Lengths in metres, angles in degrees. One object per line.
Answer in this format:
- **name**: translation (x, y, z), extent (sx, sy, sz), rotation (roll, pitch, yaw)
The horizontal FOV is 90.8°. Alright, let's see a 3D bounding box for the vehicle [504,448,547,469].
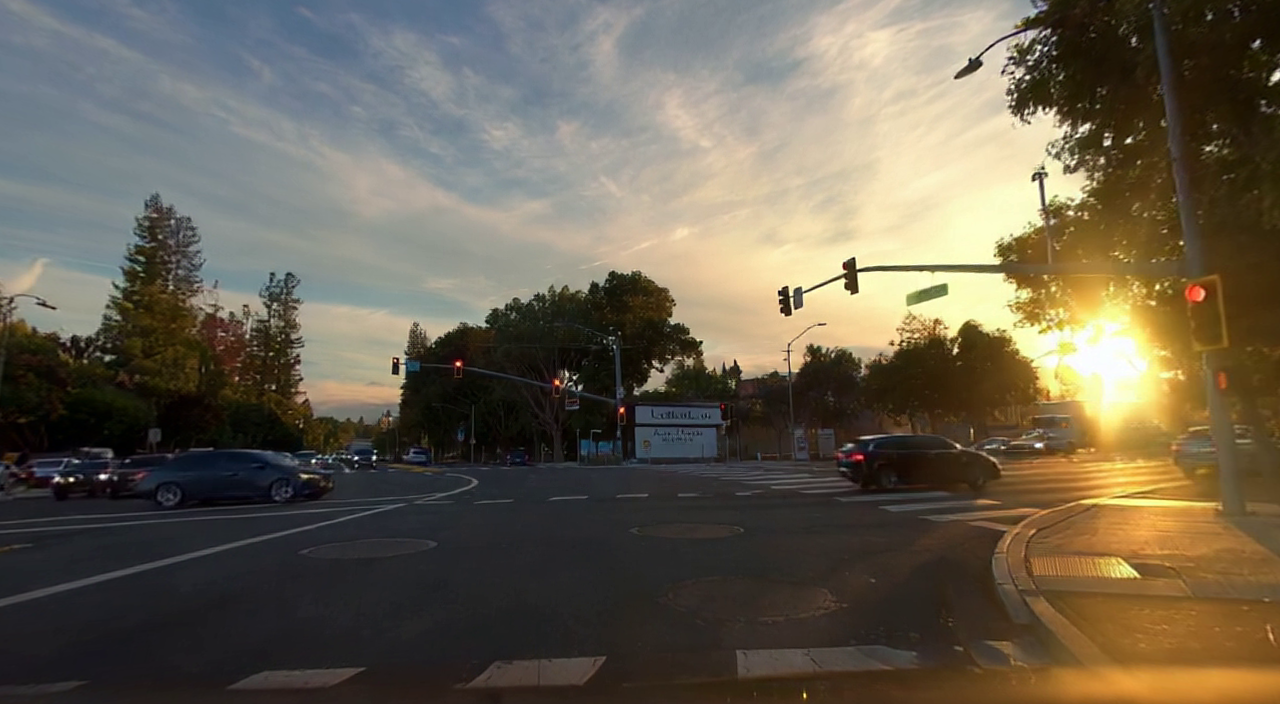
- **vehicle**: translation (-8.470, 7.874, 46.997), extent (1.989, 1.496, 4.211), rotation (-1, -9, 7)

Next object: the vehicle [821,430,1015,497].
- **vehicle**: translation (7.230, 2.889, 16.641), extent (4.281, 1.621, 1.903), rotation (1, -9, -12)

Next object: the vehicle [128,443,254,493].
- **vehicle**: translation (-19.554, 5.021, 27.961), extent (2.358, 1.937, 5.896), rotation (2, -9, -13)

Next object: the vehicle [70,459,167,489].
- **vehicle**: translation (-28.415, 6.623, 34.636), extent (1.965, 1.448, 4.553), rotation (1, -9, -9)

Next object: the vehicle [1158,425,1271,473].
- **vehicle**: translation (22.974, 3.856, 25.239), extent (4.619, 1.759, 2.101), rotation (5, -10, -33)

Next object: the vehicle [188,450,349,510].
- **vehicle**: translation (-10.527, 3.505, 17.805), extent (4.728, 1.471, 1.957), rotation (-6, -10, 34)

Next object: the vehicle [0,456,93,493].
- **vehicle**: translation (-31.191, 6.263, 32.643), extent (2.142, 1.723, 4.692), rotation (1, -9, -9)
